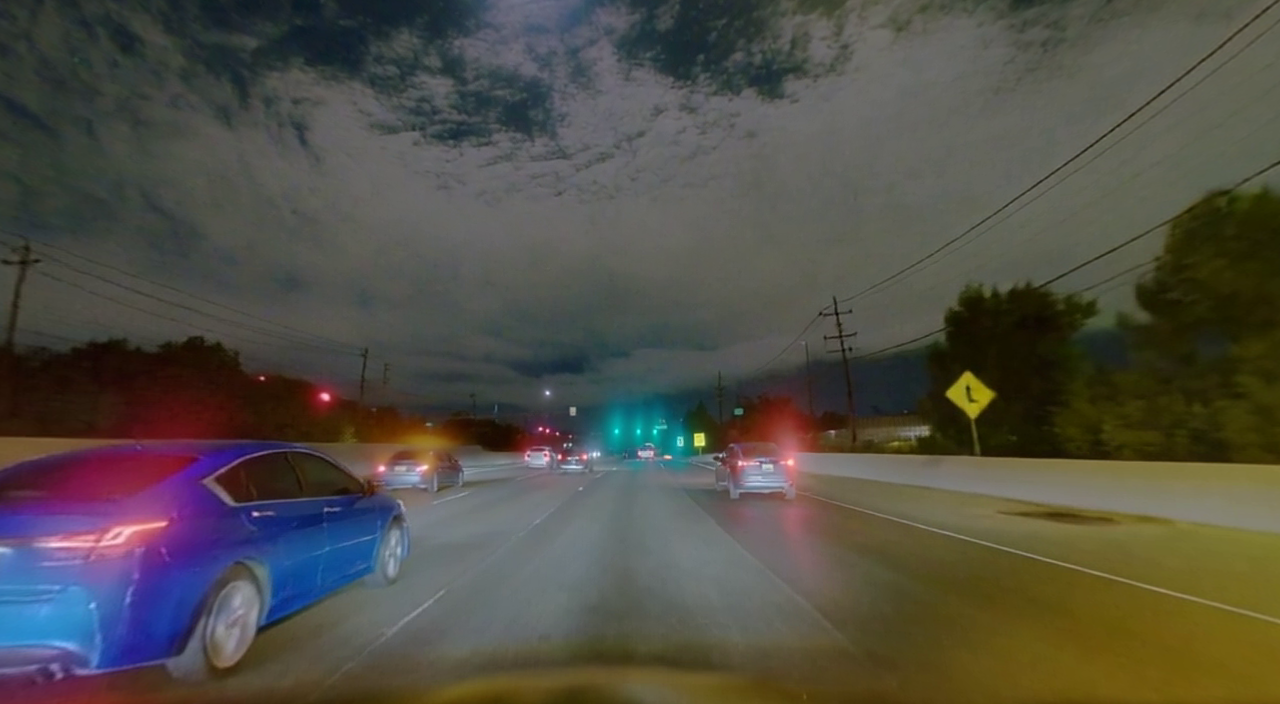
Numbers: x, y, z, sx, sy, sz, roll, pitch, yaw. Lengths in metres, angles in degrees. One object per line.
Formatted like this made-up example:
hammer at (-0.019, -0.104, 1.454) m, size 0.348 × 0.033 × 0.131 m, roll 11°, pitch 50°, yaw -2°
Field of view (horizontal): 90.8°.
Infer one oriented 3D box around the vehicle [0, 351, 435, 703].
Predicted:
vehicle at (-3.248, 1.175, 4.520) m, size 2.104 × 1.707 × 4.338 m, roll 0°, pitch -9°, yaw 0°

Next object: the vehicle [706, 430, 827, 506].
vehicle at (3.027, 2.901, 16.179) m, size 2.100 × 1.659 × 4.387 m, roll 0°, pitch -9°, yaw -1°

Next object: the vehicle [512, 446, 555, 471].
vehicle at (-6.590, 6.665, 39.631) m, size 1.877 × 1.474 × 4.475 m, roll 0°, pitch -9°, yaw 0°

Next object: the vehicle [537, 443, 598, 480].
vehicle at (-3.114, 4.808, 28.009) m, size 2.066 × 1.488 × 4.377 m, roll -1°, pitch -9°, yaw 2°
